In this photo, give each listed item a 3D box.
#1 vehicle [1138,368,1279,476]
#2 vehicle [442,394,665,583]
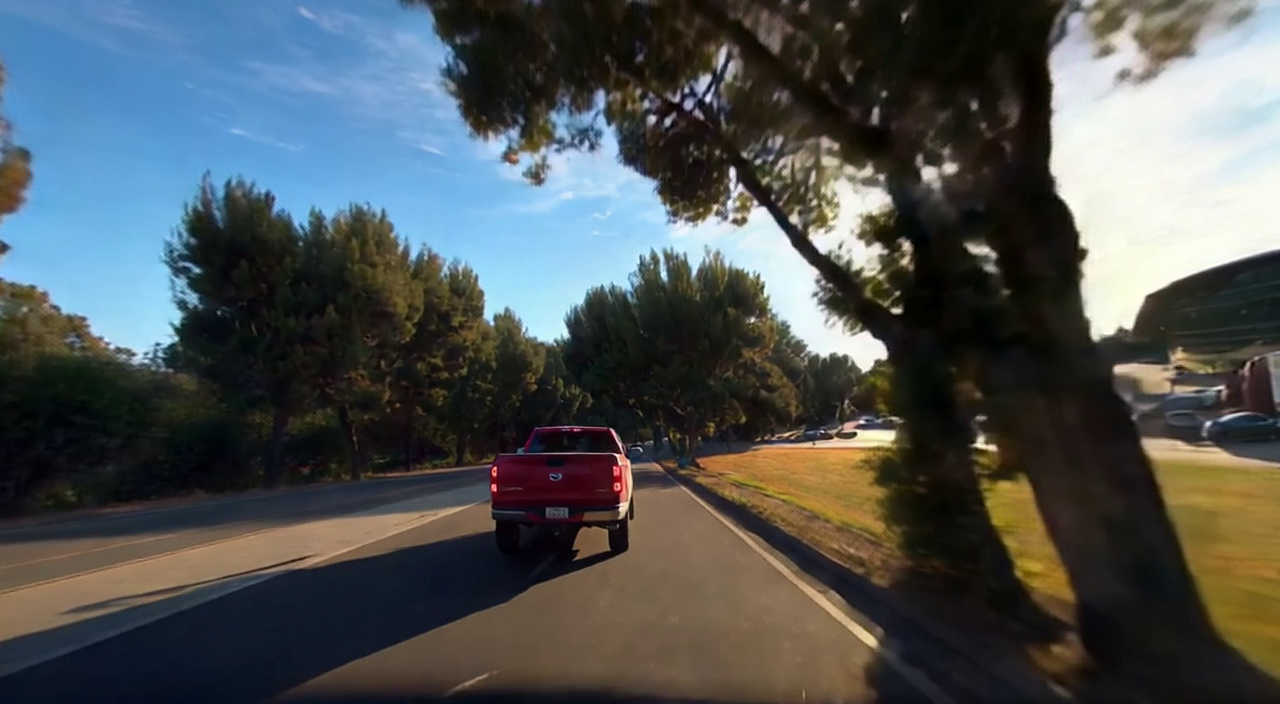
[{"bbox_3d":[12.738,1.370,12.180,4.368,1.901,2.112,0,-8,2],"label":"vehicle"},{"bbox_3d":[-0.783,1.695,8.719,2.157,1.816,5.039,0,-8,1],"label":"vehicle"}]
